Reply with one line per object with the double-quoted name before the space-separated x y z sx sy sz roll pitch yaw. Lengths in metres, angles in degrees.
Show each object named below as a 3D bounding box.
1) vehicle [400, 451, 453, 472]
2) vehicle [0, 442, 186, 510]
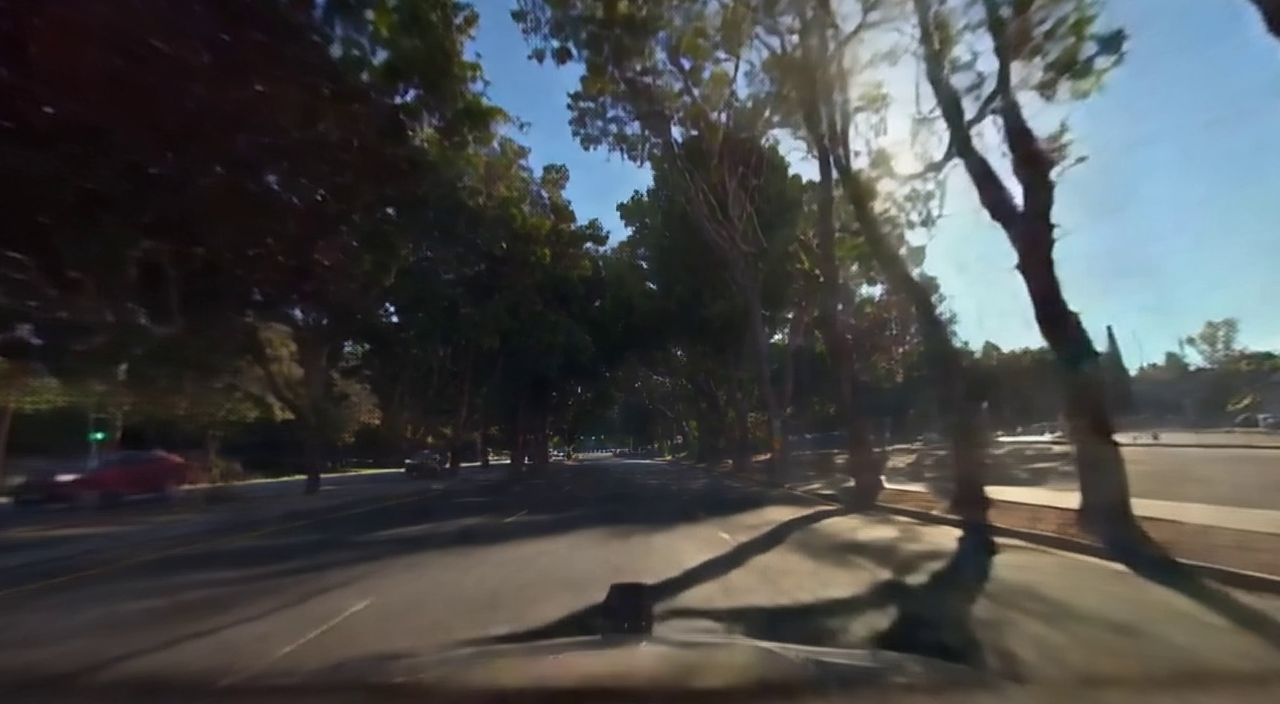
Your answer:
"vehicle" -16.289 8.395 48.349 2.200 1.496 4.809 -1 -9 2
"vehicle" -17.160 3.788 19.747 2.064 1.844 4.845 -1 -9 3
